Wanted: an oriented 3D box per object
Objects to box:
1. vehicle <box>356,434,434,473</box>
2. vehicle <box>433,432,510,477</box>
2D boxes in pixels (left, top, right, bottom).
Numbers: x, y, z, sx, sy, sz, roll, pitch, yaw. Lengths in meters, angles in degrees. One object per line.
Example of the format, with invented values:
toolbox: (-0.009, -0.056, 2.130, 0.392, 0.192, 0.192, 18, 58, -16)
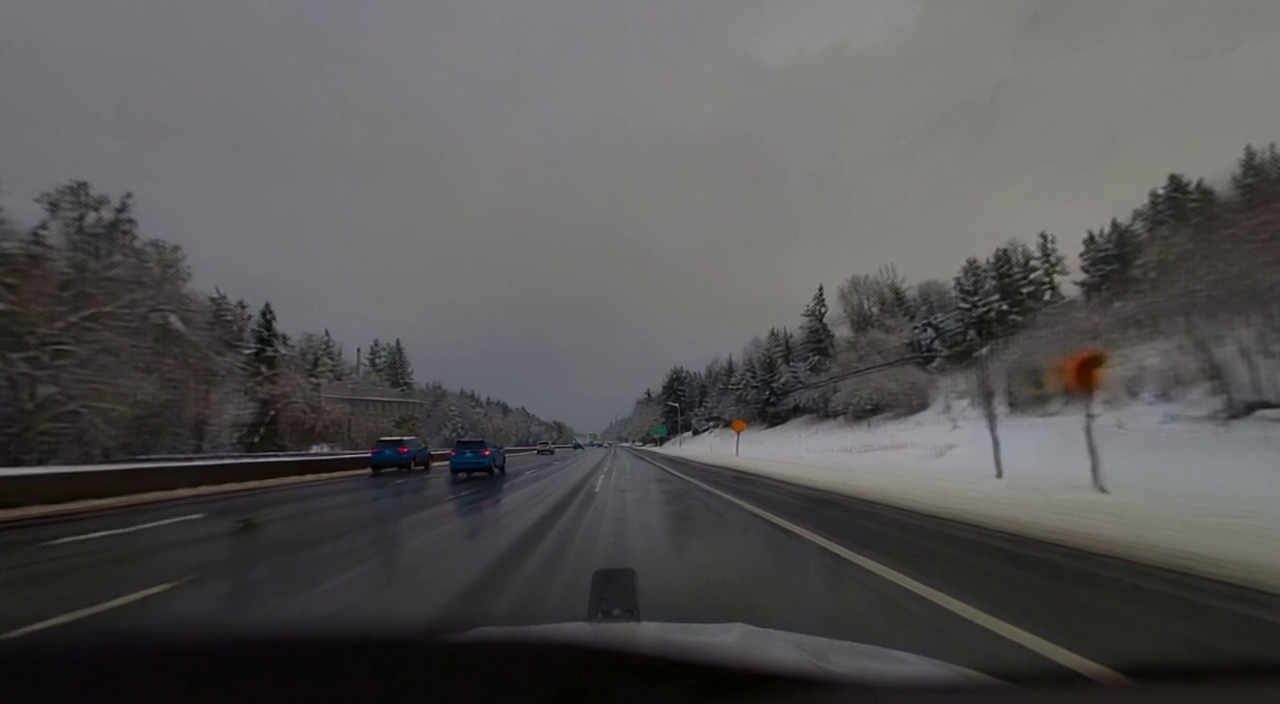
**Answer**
vehicle: (-11.475, 4.795, 29.920, 2.016, 1.711, 4.365, 0, -9, -1)
vehicle: (-7.132, 4.390, 27.260, 2.146, 1.766, 4.502, 0, -9, -1)
